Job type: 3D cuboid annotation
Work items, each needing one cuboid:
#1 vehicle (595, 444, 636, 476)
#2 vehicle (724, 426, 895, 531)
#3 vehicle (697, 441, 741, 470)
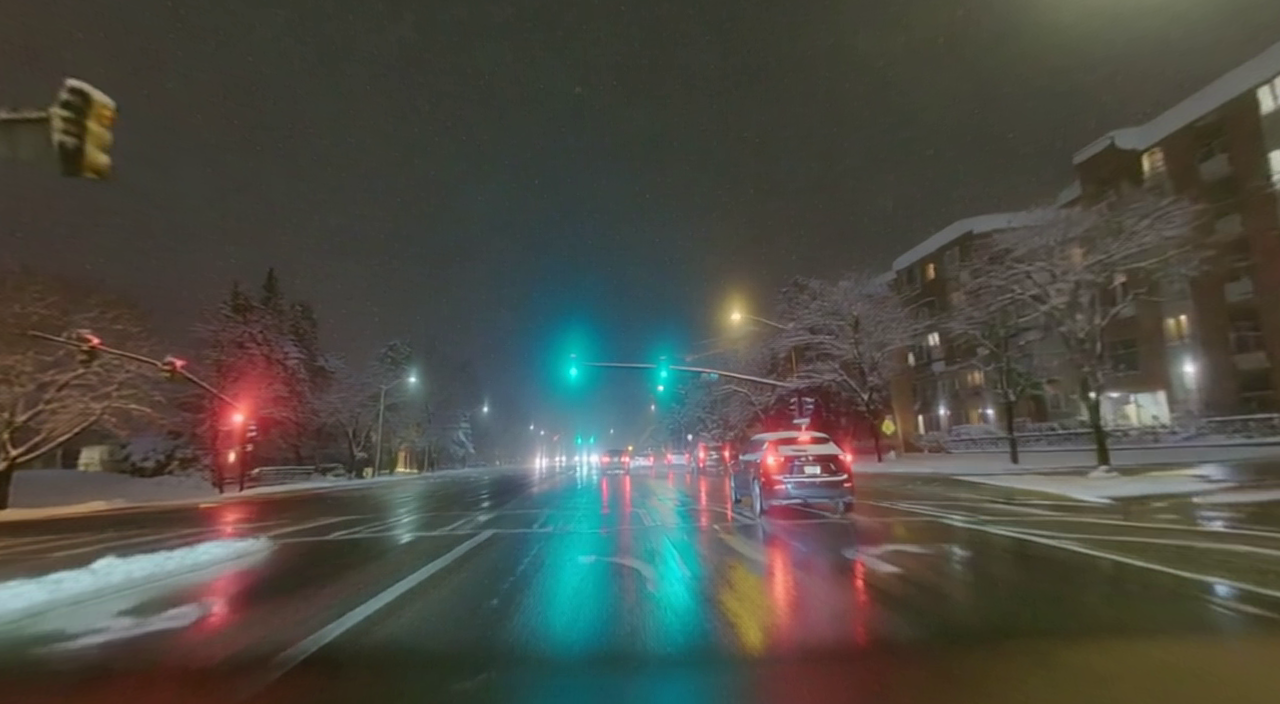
[{"bbox_3d":[-1.345,5.887,34.621,2.101,1.641,4.341,0,-9,-2],"label":"vehicle"},{"bbox_3d":[3.045,2.400,12.554,1.893,1.664,4.670,0,-9,-3],"label":"vehicle"},{"bbox_3d":[5.401,7.181,44.027,2.052,1.886,5.297,0,-9,-4],"label":"vehicle"}]
